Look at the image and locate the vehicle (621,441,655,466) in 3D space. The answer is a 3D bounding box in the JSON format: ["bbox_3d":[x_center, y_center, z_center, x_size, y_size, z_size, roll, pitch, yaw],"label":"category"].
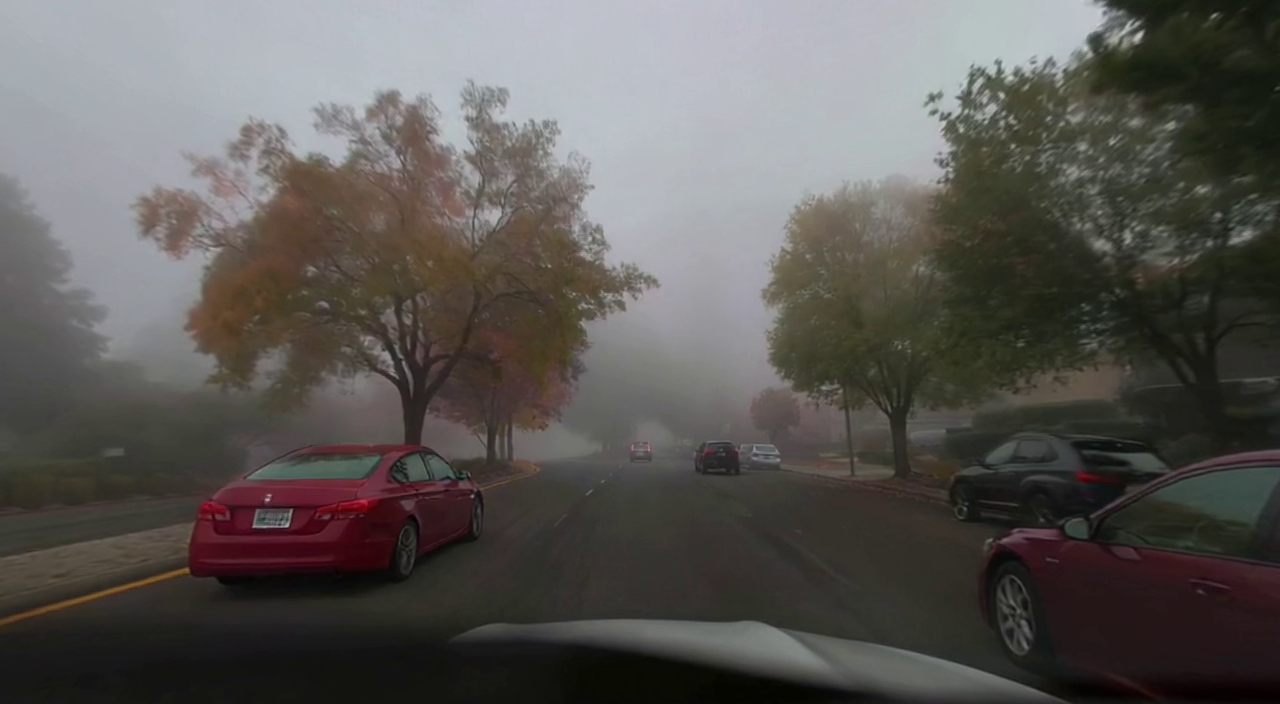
[{"bbox_3d":[-0.122,7.145,44.286,2.293,1.662,4.262,0,-8,0],"label":"vehicle"}]

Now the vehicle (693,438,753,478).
[{"bbox_3d":[3.630,4.736,28.363,2.019,1.675,4.488,0,-8,-1],"label":"vehicle"}]

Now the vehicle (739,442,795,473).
[{"bbox_3d":[7.186,5.995,35.944,2.114,1.628,4.932,0,-8,-1],"label":"vehicle"}]

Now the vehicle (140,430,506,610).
[{"bbox_3d":[-3.140,1.739,7.573,1.997,1.479,4.547,0,-8,1],"label":"vehicle"}]

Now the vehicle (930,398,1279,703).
[{"bbox_3d":[3.223,0.946,2.434,2.060,1.474,4.475,0,-8,0],"label":"vehicle"}]
